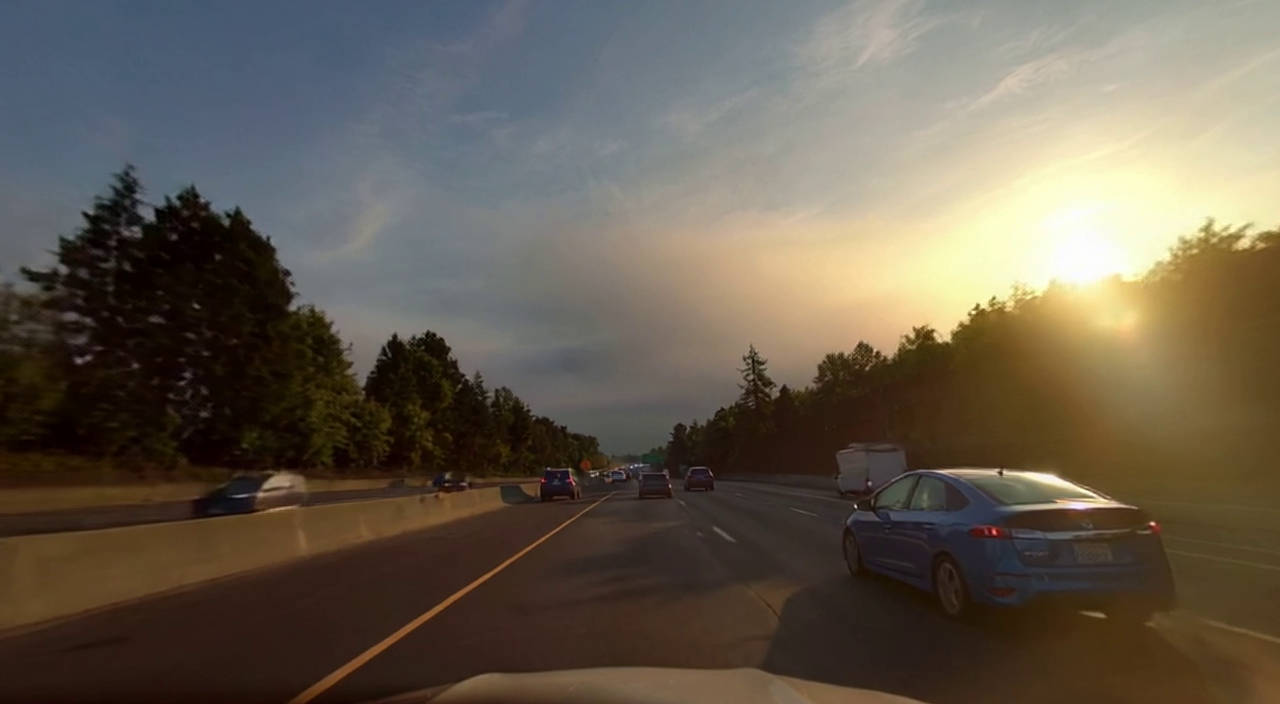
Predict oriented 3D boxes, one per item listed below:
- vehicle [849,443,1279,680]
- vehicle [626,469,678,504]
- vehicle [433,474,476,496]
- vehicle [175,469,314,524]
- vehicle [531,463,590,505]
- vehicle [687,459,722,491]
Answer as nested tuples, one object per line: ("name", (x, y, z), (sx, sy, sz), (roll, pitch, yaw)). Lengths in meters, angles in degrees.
("vehicle", (3.698, 1.769, 6.231), (1.938, 1.561, 3.786), (1, -10, 0))
("vehicle", (0.528, 6.173, 29.105), (2.241, 1.425, 3.973), (1, -10, 1))
("vehicle", (-13.991, 10.037, 47.772), (1.814, 1.486, 4.645), (1, -10, 0))
("vehicle", (-13.185, 4.810, 21.398), (1.921, 1.633, 4.323), (1, -10, -1))
("vehicle", (-3.540, 5.968, 28.754), (2.021, 1.706, 4.247), (1, -10, 1))
("vehicle", (4.562, 8.774, 45.011), (2.030, 2.172, 3.621), (1, -10, -1))
